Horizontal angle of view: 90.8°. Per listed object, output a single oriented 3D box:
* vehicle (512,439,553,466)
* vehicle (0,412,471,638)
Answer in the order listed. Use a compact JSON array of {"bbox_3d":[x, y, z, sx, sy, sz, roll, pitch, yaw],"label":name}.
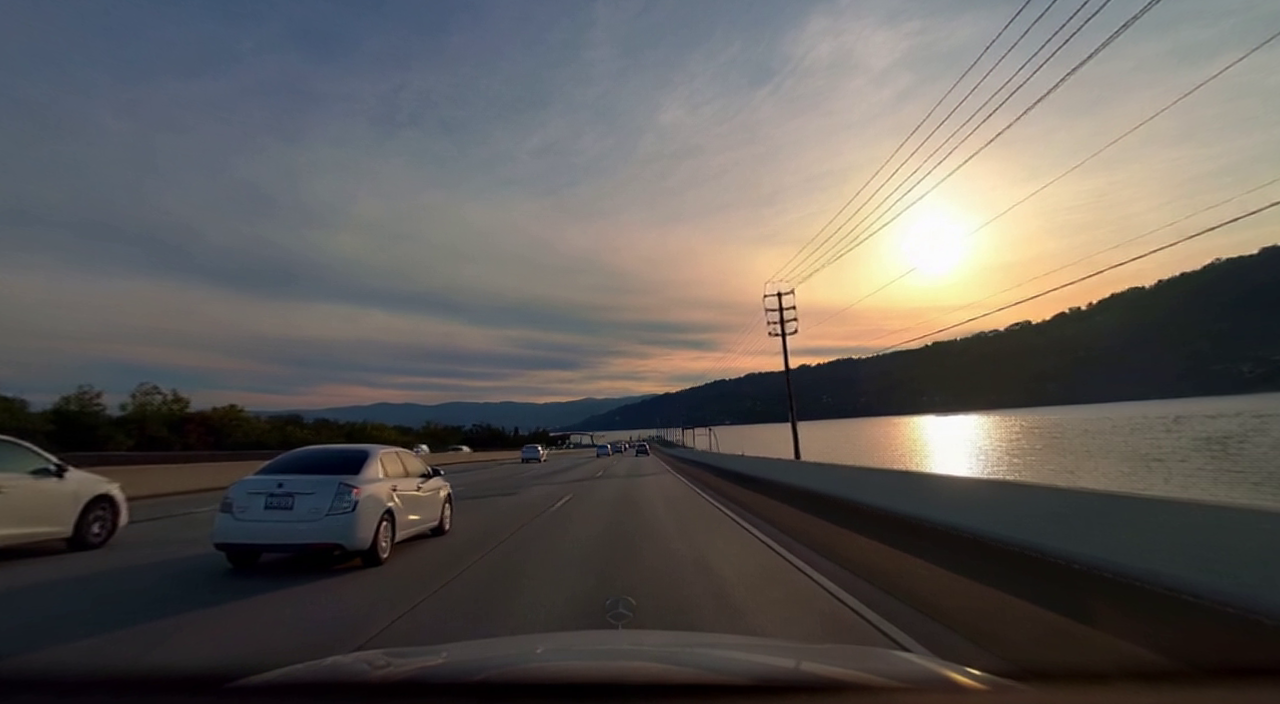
[{"bbox_3d":[-7.409,6.989,44.013,2.050,1.717,4.418,0,-8,0],"label":"vehicle"},{"bbox_3d":[-3.390,1.496,6.525,2.015,1.501,4.454,0,-8,0],"label":"vehicle"}]
